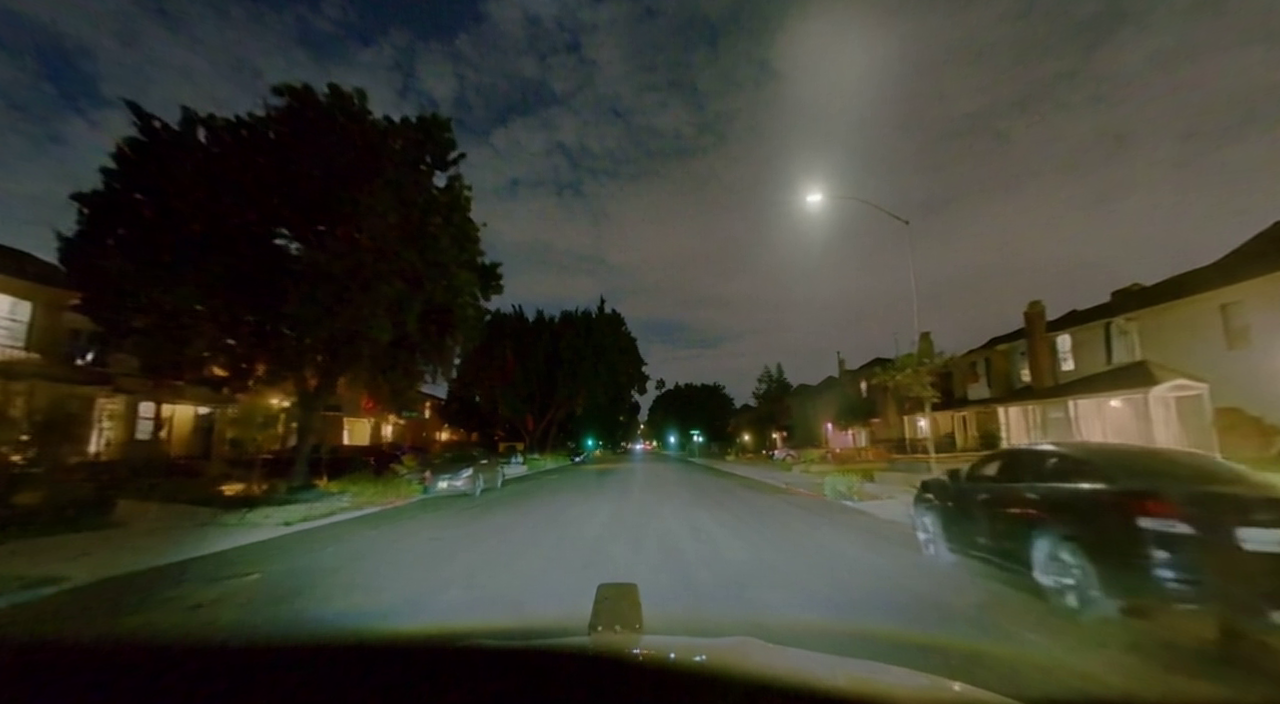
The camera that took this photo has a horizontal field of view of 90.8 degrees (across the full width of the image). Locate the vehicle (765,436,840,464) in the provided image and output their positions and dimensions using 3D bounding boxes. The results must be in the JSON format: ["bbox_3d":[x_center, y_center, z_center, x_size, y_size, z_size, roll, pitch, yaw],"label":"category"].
[{"bbox_3d":[11.312,6.841,44.090,4.626,1.880,1.980,1,-9,-9],"label":"vehicle"}]

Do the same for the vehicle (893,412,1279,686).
[{"bbox_3d":[4.280,1.481,5.947,1.996,1.585,4.371,0,-9,0],"label":"vehicle"}]

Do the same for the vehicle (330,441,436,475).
[{"bbox_3d":[-12.170,5.021,30.103,4.135,1.567,1.944,0,-9,2],"label":"vehicle"}]

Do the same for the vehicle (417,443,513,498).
[{"bbox_3d":[-5.684,3.879,21.112,1.944,1.621,4.187,-1,-9,1],"label":"vehicle"}]
